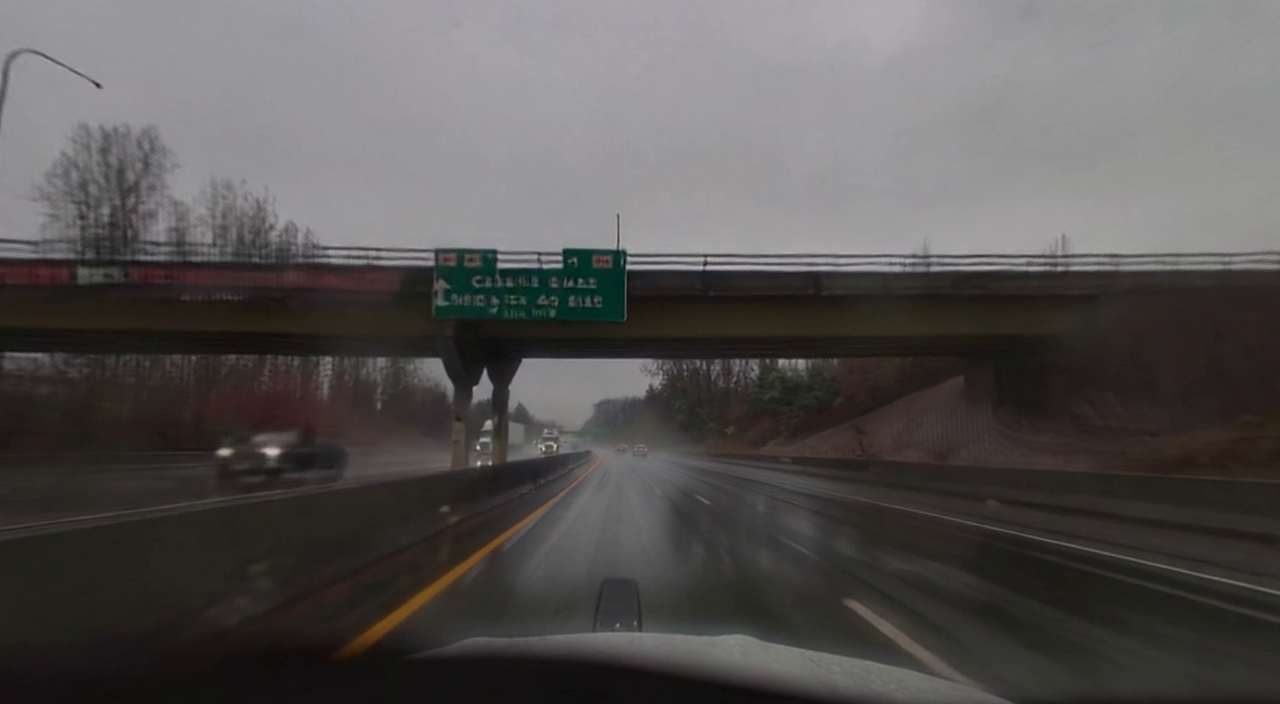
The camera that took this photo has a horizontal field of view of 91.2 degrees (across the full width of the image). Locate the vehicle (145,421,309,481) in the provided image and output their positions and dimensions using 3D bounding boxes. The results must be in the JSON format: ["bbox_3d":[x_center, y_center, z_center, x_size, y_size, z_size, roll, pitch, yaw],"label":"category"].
[{"bbox_3d":[-11.938,2.919,18.547,1.953,1.574,4.212,0,-9,0],"label":"vehicle"}]
